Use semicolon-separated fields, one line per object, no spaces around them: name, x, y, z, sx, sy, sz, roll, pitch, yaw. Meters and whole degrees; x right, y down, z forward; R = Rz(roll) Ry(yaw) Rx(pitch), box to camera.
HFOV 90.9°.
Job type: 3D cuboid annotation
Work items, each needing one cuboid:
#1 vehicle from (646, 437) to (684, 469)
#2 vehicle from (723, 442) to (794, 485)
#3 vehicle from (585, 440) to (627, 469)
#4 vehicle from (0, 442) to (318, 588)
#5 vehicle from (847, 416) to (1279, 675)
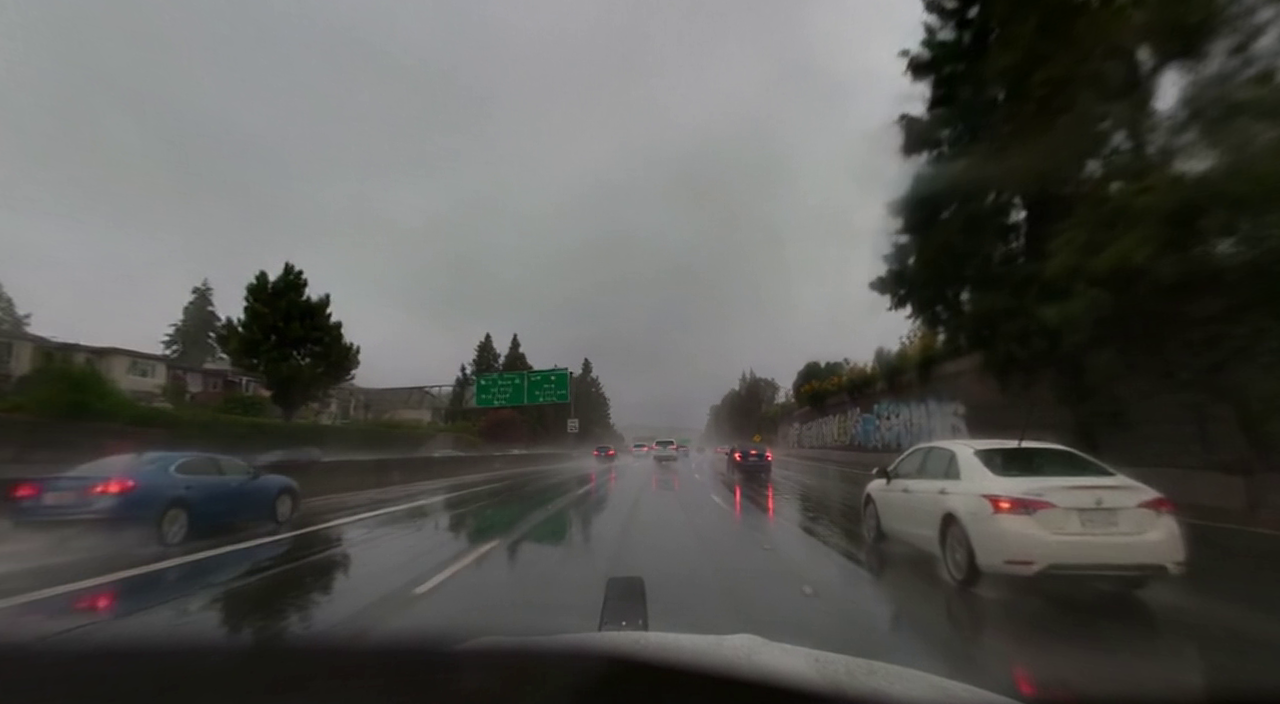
vehicle;1.531;6.108;38.278;2.183;1.764;4.134;-1;-8;3
vehicle;4.251;4.043;23.199;1.854;1.438;3.954;0;-8;1
vehicle;-2.164;6.667;41.120;2.070;1.740;4.678;-1;-8;5
vehicle;-6.785;2.038;8.882;2.050;1.507;4.375;0;-8;2
vehicle;3.607;1.455;5.922;1.912;1.509;4.291;0;-8;1
